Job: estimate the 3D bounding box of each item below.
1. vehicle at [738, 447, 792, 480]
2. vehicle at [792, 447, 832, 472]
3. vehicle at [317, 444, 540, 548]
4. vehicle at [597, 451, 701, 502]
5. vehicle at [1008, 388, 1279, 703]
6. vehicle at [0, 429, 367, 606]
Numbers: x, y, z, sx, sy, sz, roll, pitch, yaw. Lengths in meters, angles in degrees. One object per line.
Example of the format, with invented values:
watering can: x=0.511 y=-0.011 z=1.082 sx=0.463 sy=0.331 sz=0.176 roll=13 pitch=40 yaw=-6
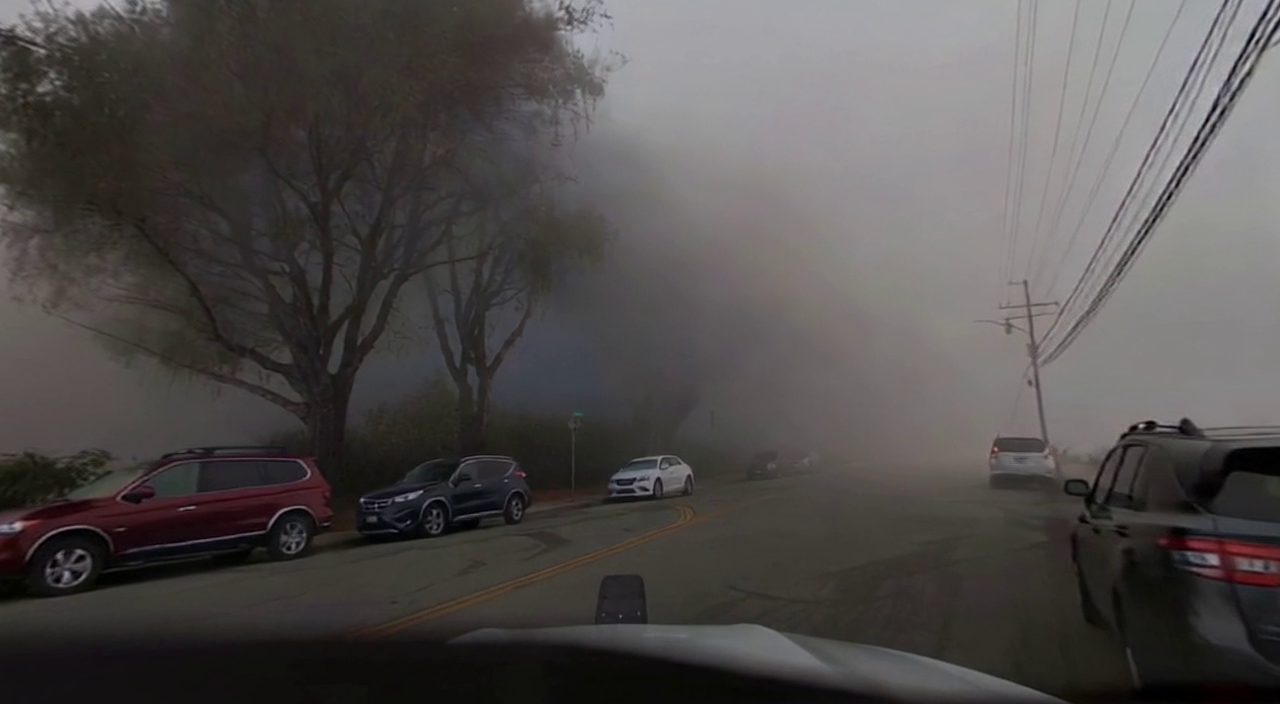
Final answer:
vehicle: x=7.619 y=6.645 z=38.099 sx=2.011 sy=1.801 sz=4.676 roll=-4 pitch=-9 yaw=26
vehicle: x=13.463 y=8.424 z=49.251 sx=1.953 sy=1.699 sz=4.234 roll=-10 pitch=-15 yaw=27
vehicle: x=-4.386 y=3.092 z=13.915 sx=2.068 sy=1.745 sz=4.579 roll=-11 pitch=-14 yaw=23
vehicle: x=0.453 y=4.770 z=24.506 sx=2.017 sy=1.582 sz=4.664 roll=-11 pitch=-13 yaw=26
vehicle: x=3.522 y=1.139 z=3.698 sx=2.030 sy=1.535 sz=4.683 roll=-4 pitch=-9 yaw=27
vehicle: x=-6.768 y=2.307 z=9.216 sx=1.973 sy=1.848 sz=5.100 roll=-12 pitch=-14 yaw=23
